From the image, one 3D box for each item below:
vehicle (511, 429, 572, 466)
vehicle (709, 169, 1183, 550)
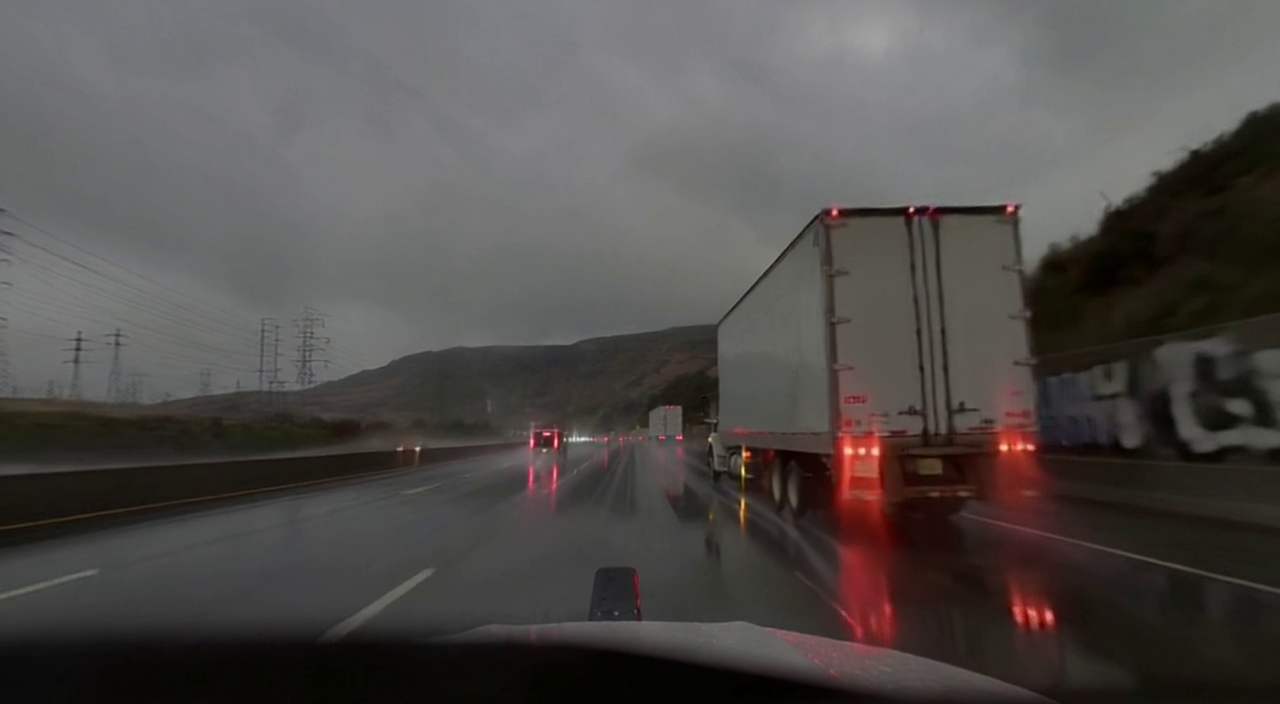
[{"bbox_3d":[-4.245,4.182,27.867,1.965,1.486,4.448,0,-8,0],"label":"vehicle"},{"bbox_3d":[3.606,0.750,11.838,3.060,3.842,11.095,0,-8,-2],"label":"vehicle"}]
